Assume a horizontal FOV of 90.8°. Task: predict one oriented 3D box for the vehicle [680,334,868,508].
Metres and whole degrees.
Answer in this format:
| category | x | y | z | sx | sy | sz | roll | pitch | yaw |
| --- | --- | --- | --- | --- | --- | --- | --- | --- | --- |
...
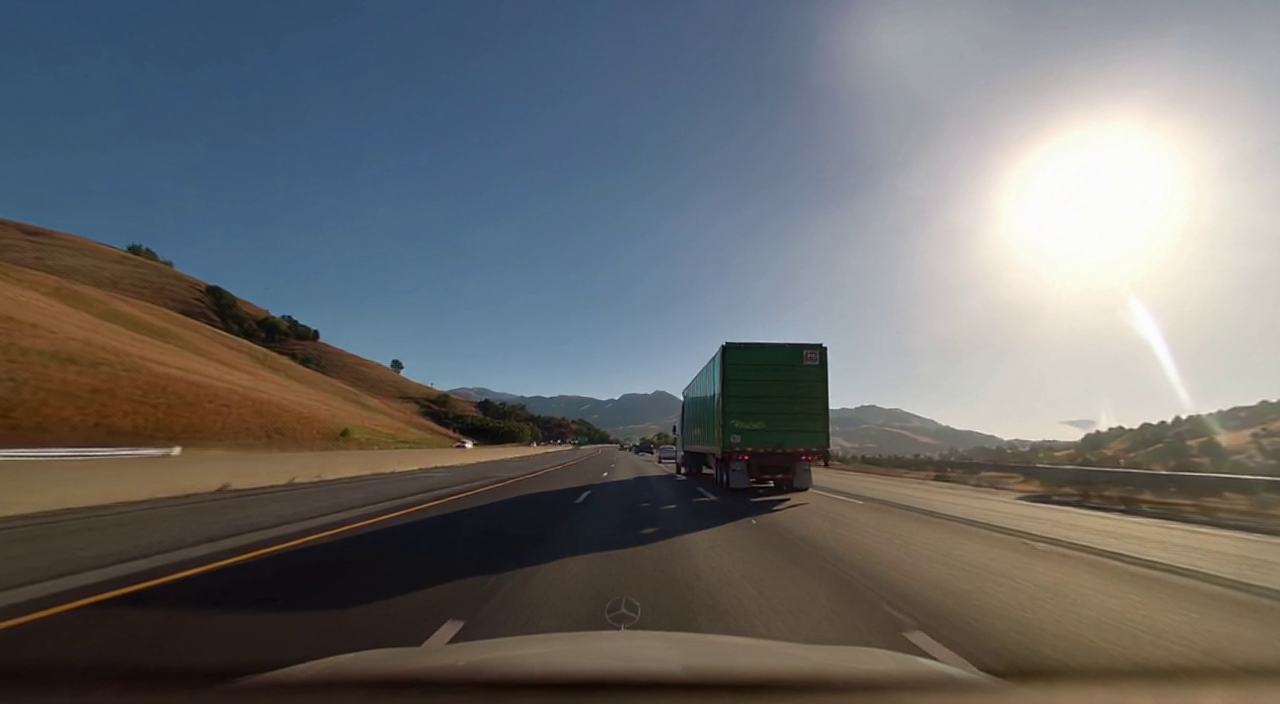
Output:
| category | x | y | z | sx | sy | sz | roll | pitch | yaw |
| --- | --- | --- | --- | --- | --- | --- | --- | --- | --- |
| vehicle | 3.720 | 2.861 | 23.317 | 3.462 | 4.177 | 16.311 | 0 | -9 | 0 |
